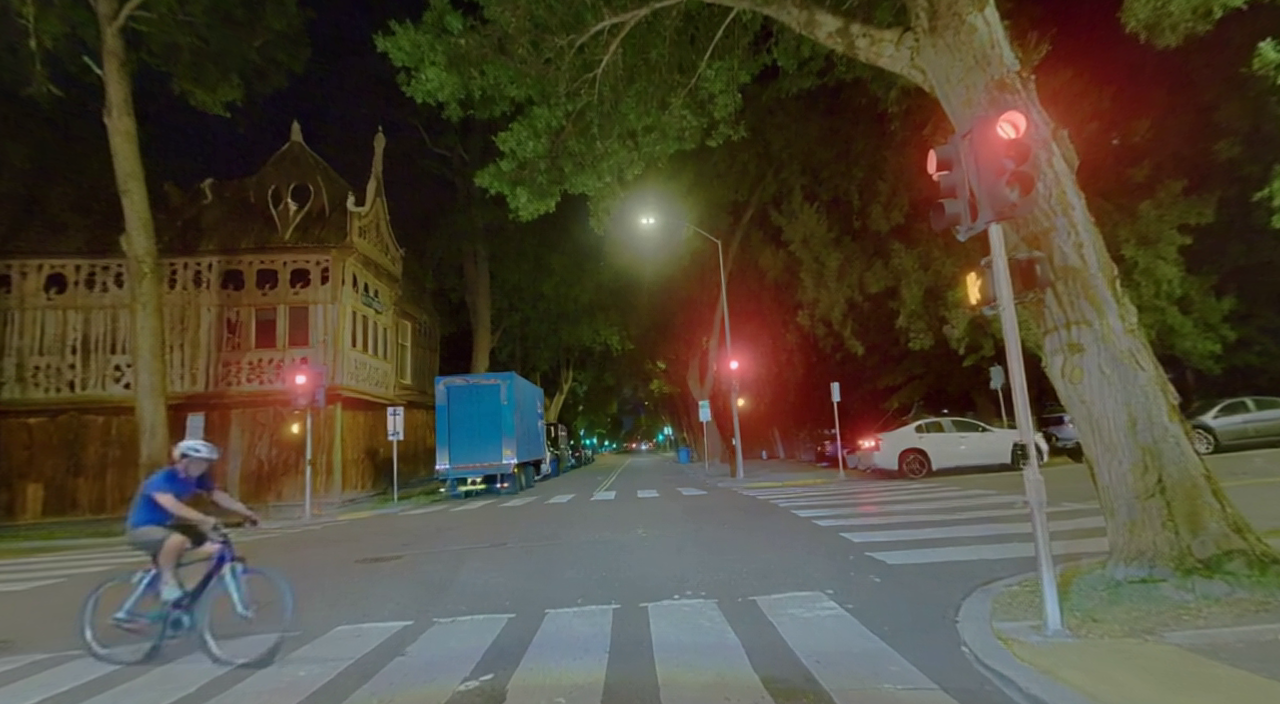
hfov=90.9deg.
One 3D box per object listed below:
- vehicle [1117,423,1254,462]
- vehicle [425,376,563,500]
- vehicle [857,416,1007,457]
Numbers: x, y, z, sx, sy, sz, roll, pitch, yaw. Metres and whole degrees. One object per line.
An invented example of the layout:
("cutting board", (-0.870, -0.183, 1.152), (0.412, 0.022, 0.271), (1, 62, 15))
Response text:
("vehicle", (24.972, 4.158, 29.001), (4.268, 1.695, 2.053), (0, -8, 3))
("vehicle", (-5.775, 3.729, 27.180), (3.113, 4.041, 10.284), (-5, -8, 0))
("vehicle", (10.701, 3.141, 23.419), (4.643, 1.456, 1.820), (-1, -8, 5))
